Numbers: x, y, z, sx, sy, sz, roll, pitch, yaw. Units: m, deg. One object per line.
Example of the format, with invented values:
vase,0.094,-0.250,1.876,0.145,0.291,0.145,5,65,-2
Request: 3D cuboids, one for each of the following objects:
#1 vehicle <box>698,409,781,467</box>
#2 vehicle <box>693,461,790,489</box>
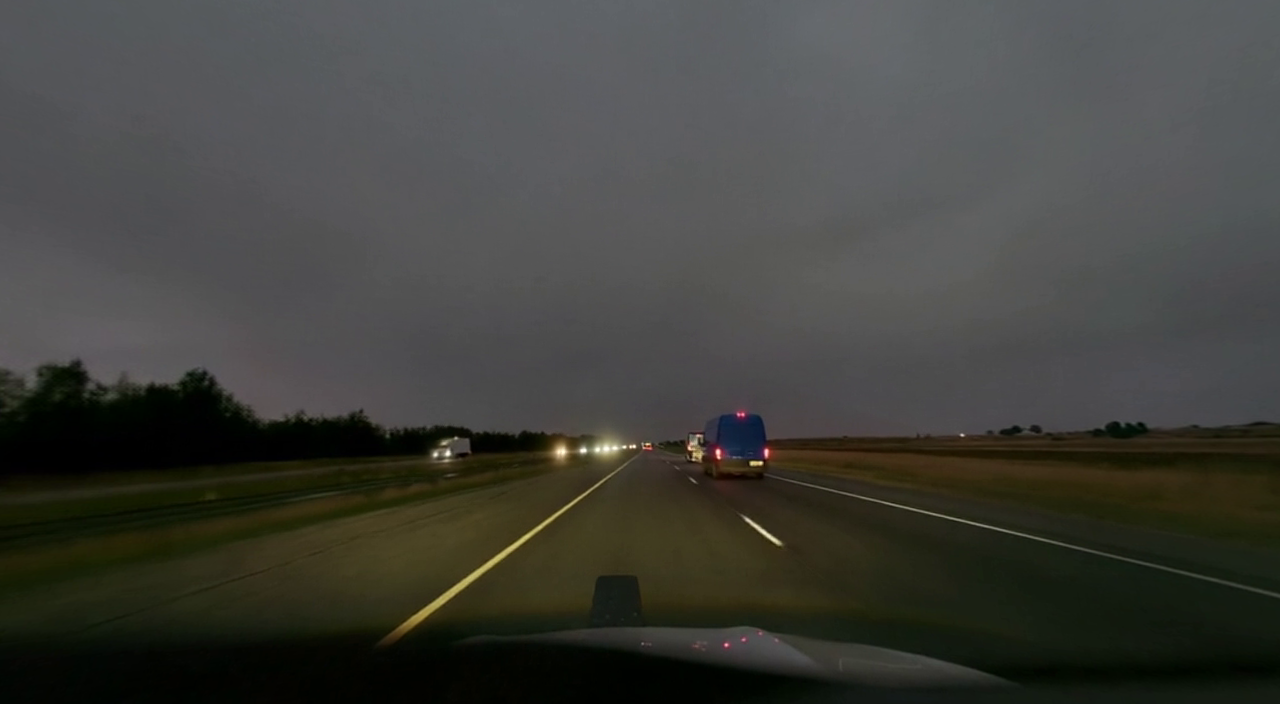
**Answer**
vehicle,3.840,3.528,25.505,2.444,2.053,5.616,-1,-9,0
vehicle,3.845,4.877,25.404,2.702,0.824,6.391,0,-9,-2
